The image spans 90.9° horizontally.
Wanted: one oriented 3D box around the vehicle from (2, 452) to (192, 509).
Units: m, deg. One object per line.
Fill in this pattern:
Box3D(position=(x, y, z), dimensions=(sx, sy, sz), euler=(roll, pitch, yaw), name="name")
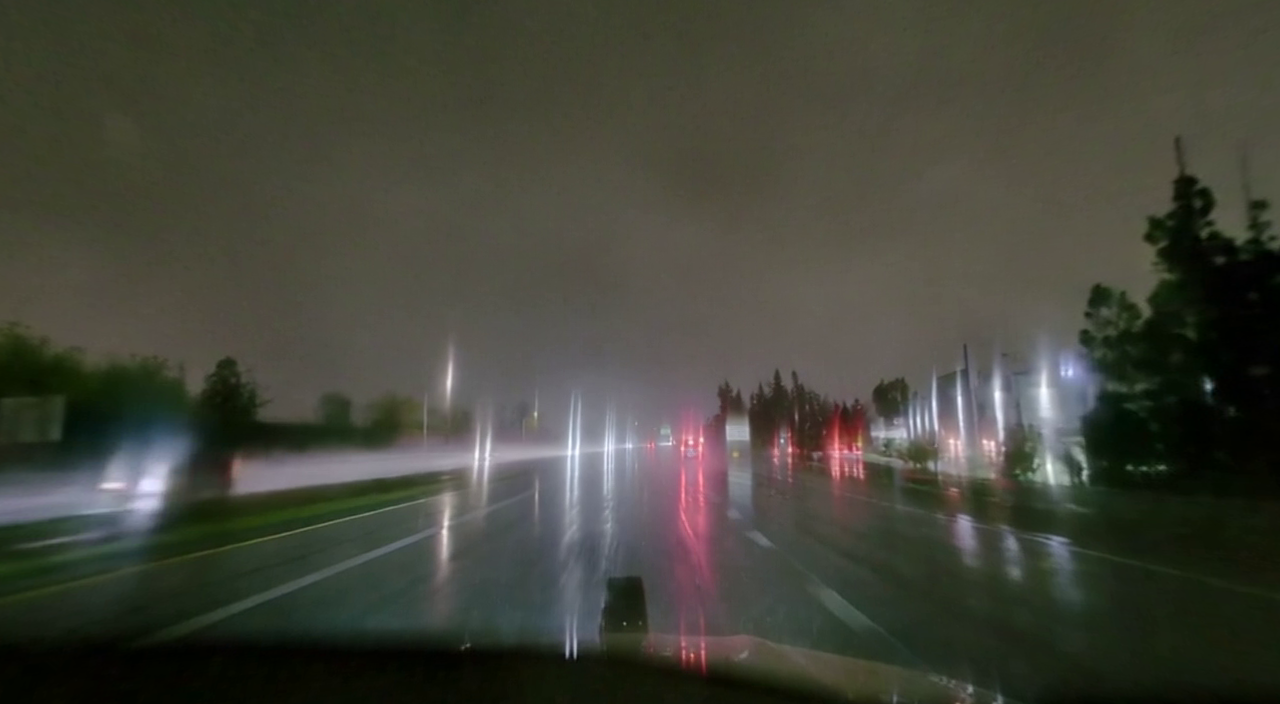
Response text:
Box3D(position=(-16.329, 3.844, 19.357), dimensions=(1.807, 1.442, 4.421), euler=(0, -8, 2), name="vehicle")
